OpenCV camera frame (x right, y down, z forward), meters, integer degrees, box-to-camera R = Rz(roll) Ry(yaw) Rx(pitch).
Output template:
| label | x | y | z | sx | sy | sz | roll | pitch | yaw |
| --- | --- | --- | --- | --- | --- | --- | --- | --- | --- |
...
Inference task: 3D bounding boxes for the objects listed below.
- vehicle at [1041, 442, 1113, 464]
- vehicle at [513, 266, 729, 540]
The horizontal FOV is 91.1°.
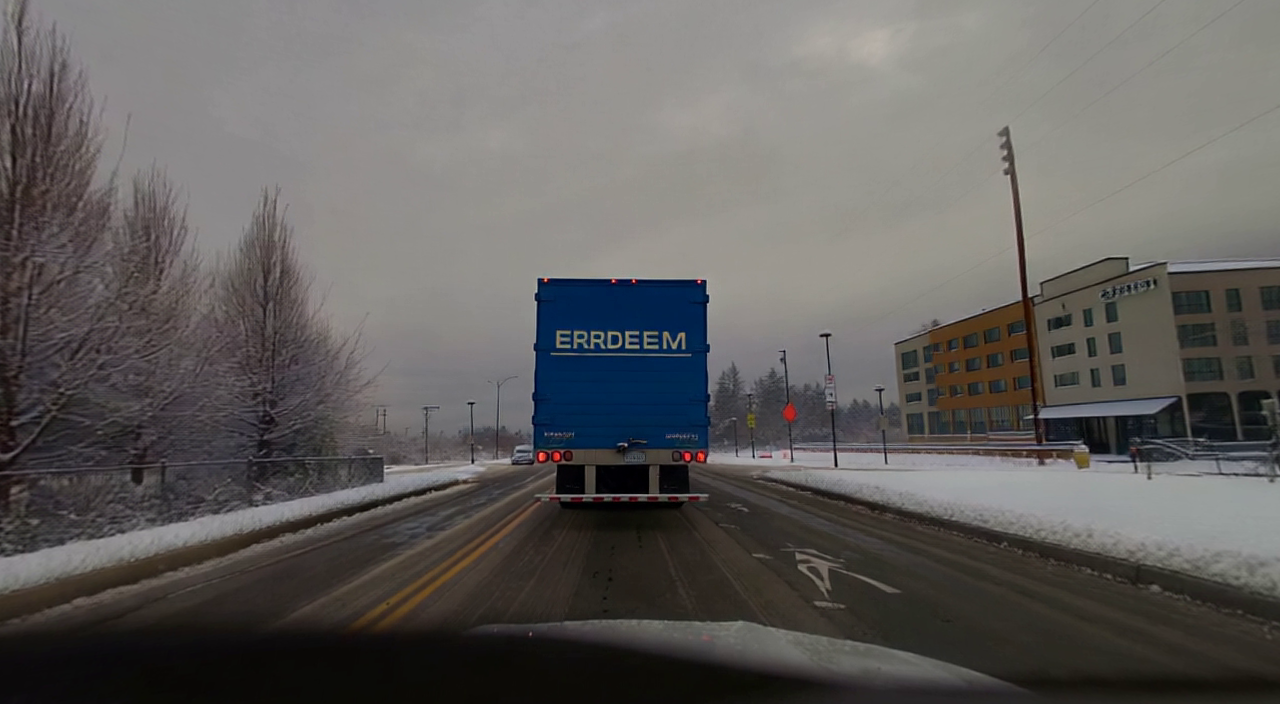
| label | x | y | z | sx | sy | sz | roll | pitch | yaw |
| --- | --- | --- | --- | --- | --- | --- | --- | --- | --- |
| vehicle | 31.355 | 7.216 | 45.168 | 1.652 | 1.423 | 3.797 | 5 | -9 | -35 |
| vehicle | -0.187 | 1.275 | 13.260 | 2.876 | 3.724 | 9.351 | -1 | -8 | 1 |
